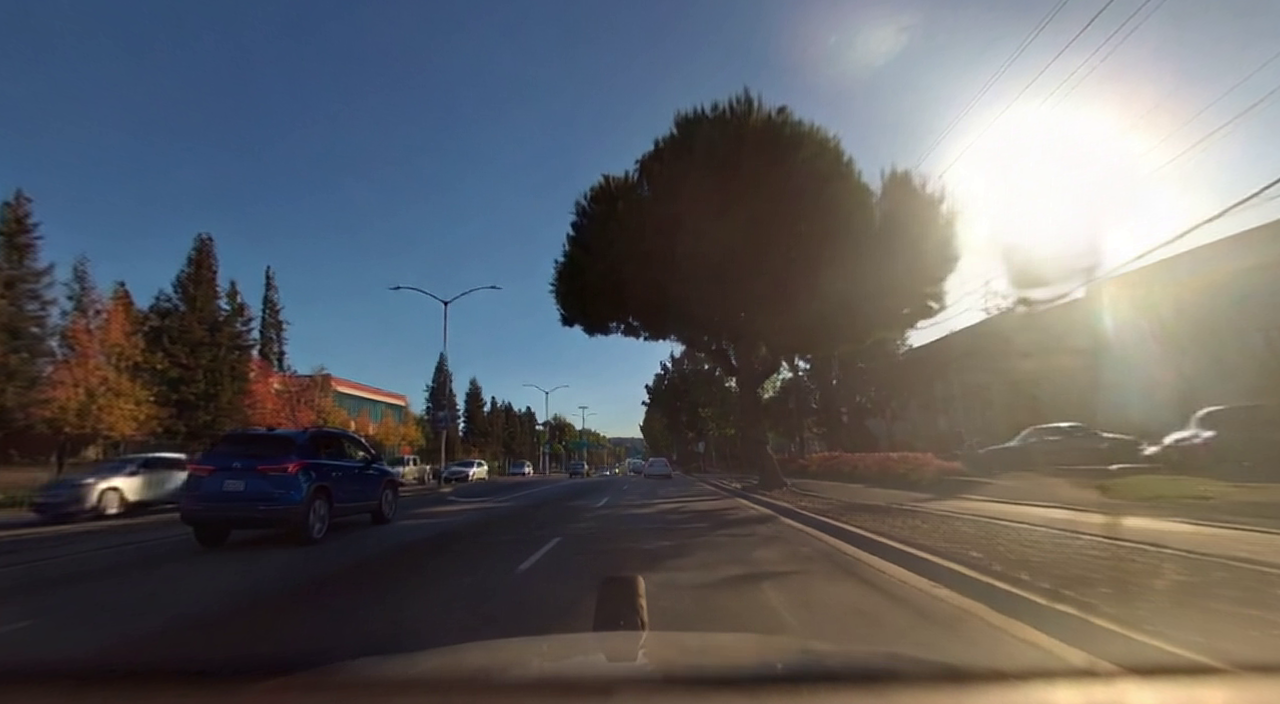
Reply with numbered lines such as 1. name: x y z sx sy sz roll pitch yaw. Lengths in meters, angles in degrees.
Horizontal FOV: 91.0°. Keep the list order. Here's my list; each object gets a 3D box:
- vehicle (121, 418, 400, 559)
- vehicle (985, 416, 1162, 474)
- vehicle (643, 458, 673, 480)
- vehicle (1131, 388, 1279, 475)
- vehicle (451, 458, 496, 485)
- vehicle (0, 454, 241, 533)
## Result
1. vehicle: -6.047 2.196 10.841 2.027 1.908 4.273 0 -9 1
2. vehicle: 12.839 2.817 19.114 1.884 1.522 4.642 0 -9 -3
3. vehicle: 1.278 8.514 45.997 2.091 1.494 3.962 0 -9 1
4. vehicle: 13.467 1.656 13.031 1.950 1.697 4.906 2 -9 -15
5. vehicle: -11.595 8.321 44.195 2.064 1.515 5.056 1 -7 -4
6. vehicle: -12.127 3.224 15.052 2.077 1.505 4.714 0 -9 0
